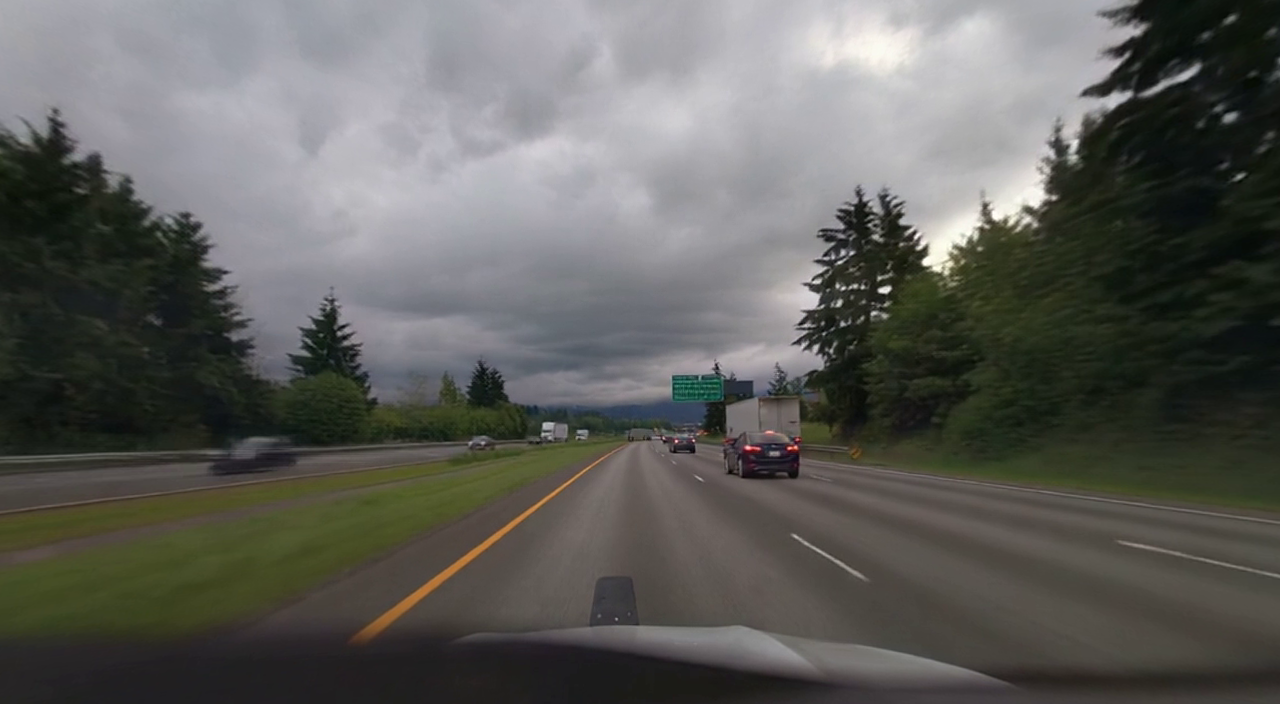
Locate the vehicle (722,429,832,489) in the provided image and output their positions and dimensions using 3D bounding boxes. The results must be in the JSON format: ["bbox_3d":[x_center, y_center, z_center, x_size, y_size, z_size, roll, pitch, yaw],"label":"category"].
[{"bbox_3d":[3.766,3.013,18.203,1.986,1.501,4.529,0,-8,-2],"label":"vehicle"}]

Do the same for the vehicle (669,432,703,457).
[{"bbox_3d":[3.306,6.727,46.079,2.011,1.672,4.415,0,-8,-2],"label":"vehicle"}]

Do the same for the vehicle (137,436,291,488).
[{"bbox_3d":[-13.116,3.369,19.806,1.755,1.420,4.471,0,-8,0],"label":"vehicle"}]
